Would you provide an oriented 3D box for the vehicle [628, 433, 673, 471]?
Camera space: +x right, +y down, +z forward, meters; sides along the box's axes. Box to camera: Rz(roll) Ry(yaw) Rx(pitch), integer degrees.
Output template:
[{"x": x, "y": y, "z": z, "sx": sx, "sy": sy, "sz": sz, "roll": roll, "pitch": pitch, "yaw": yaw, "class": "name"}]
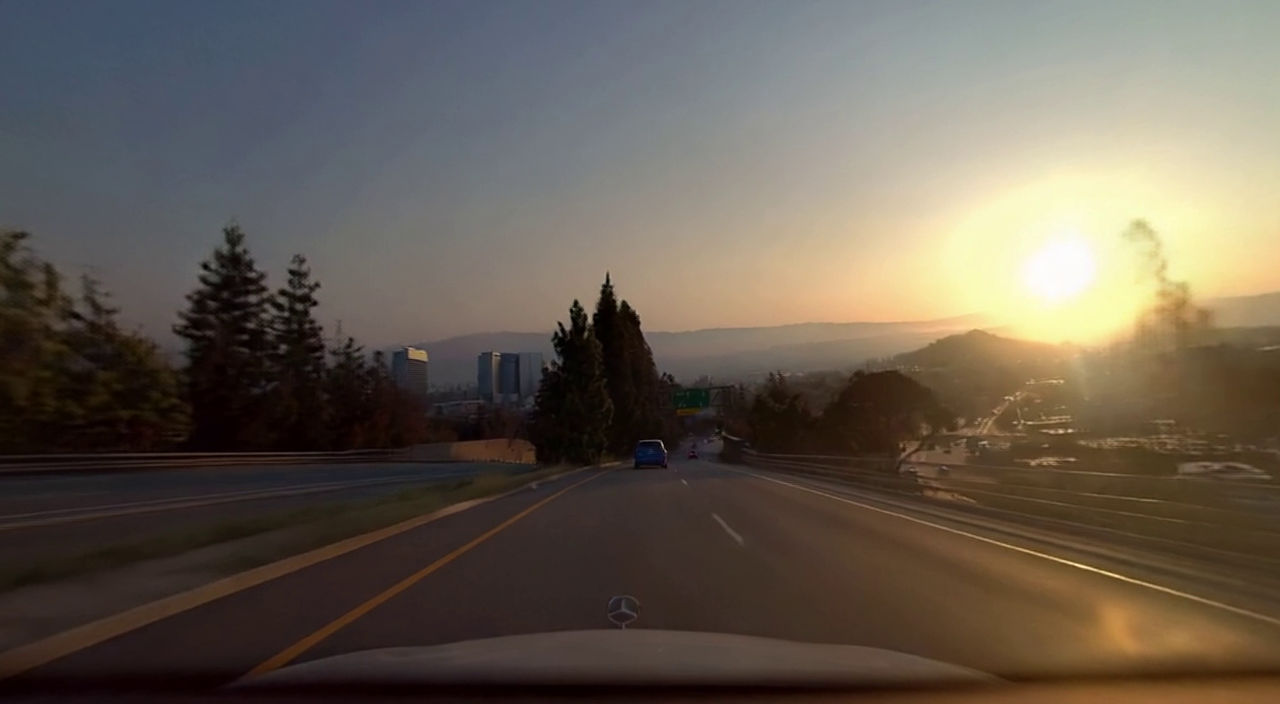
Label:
[{"x": 0.661, "y": 6.006, "z": 37.820, "sx": 2.546, "sy": 2.126, "sz": 5.153, "roll": 0, "pitch": -8, "yaw": 2, "class": "vehicle"}]
